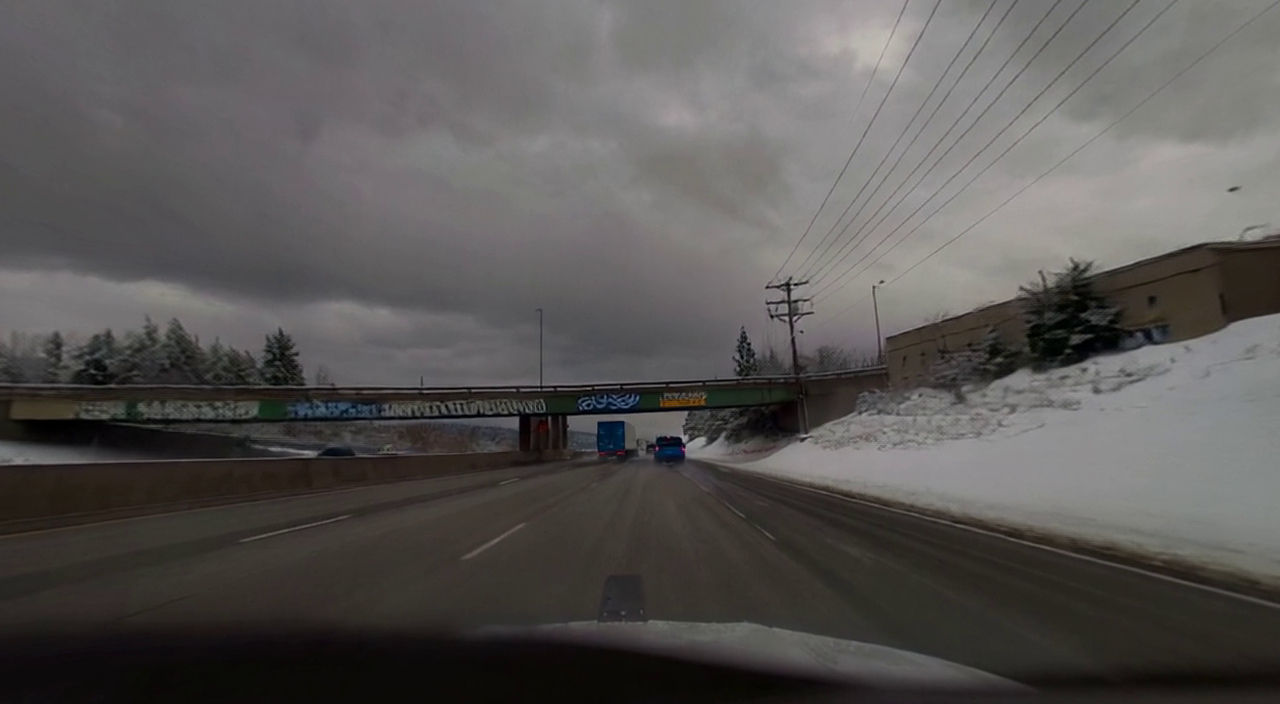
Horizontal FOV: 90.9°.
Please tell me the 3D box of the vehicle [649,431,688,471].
[{"bbox_3d":[1.935,7.083,45.084,2.462,2.627,5.799,0,-9,-1],"label":"vehicle"}]
